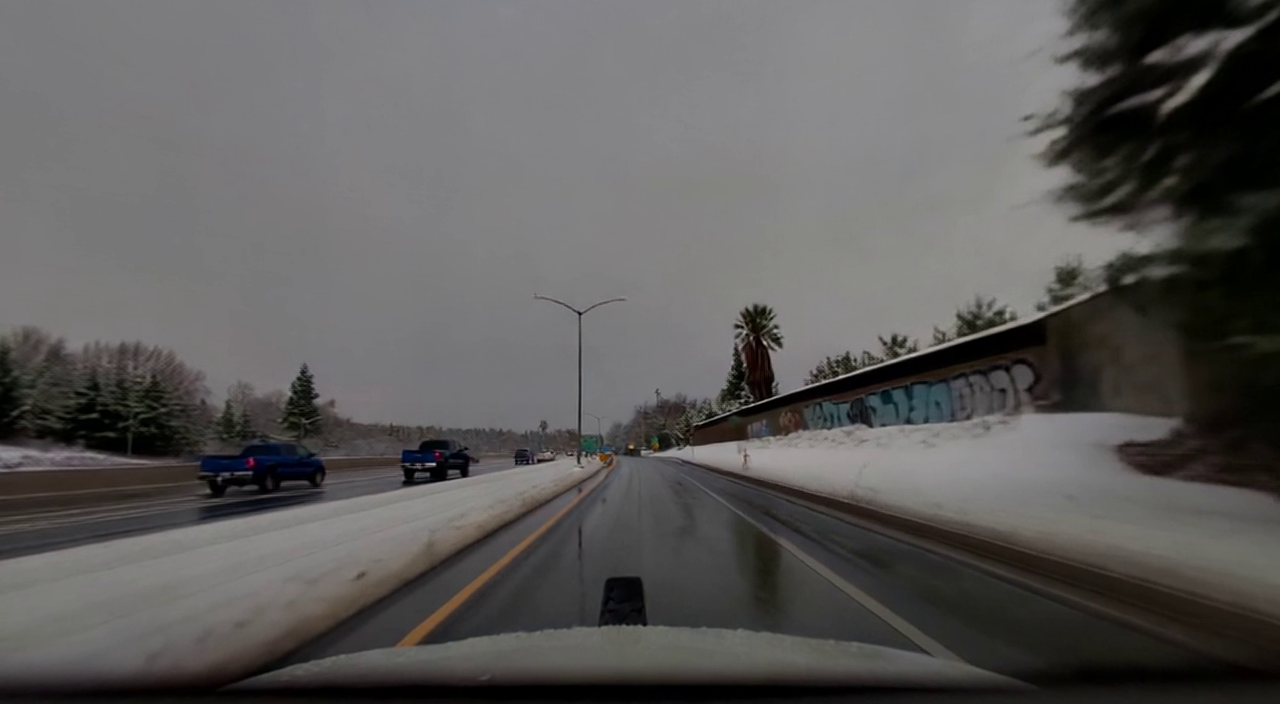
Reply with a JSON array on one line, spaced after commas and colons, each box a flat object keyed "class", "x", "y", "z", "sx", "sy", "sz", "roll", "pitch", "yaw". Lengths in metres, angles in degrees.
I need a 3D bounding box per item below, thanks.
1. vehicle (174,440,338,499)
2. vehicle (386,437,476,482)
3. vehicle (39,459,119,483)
[{"class": "vehicle", "x": -13.881, "y": 4.268, "z": 23.457, "sx": 2.272, "sy": 1.882, "sz": 5.941, "roll": 0, "pitch": -9, "yaw": 1}, {"class": "vehicle", "x": -9.975, "y": 5.179, "z": 30.719, "sx": 2.342, "sy": 1.999, "sz": 5.594, "roll": 0, "pitch": -9, "yaw": 1}, {"class": "vehicle", "x": -39.782, "y": 8.397, "z": 44.838, "sx": 1.807, "sy": 1.531, "sz": 4.230, "roll": 0, "pitch": -9, "yaw": -1}]
